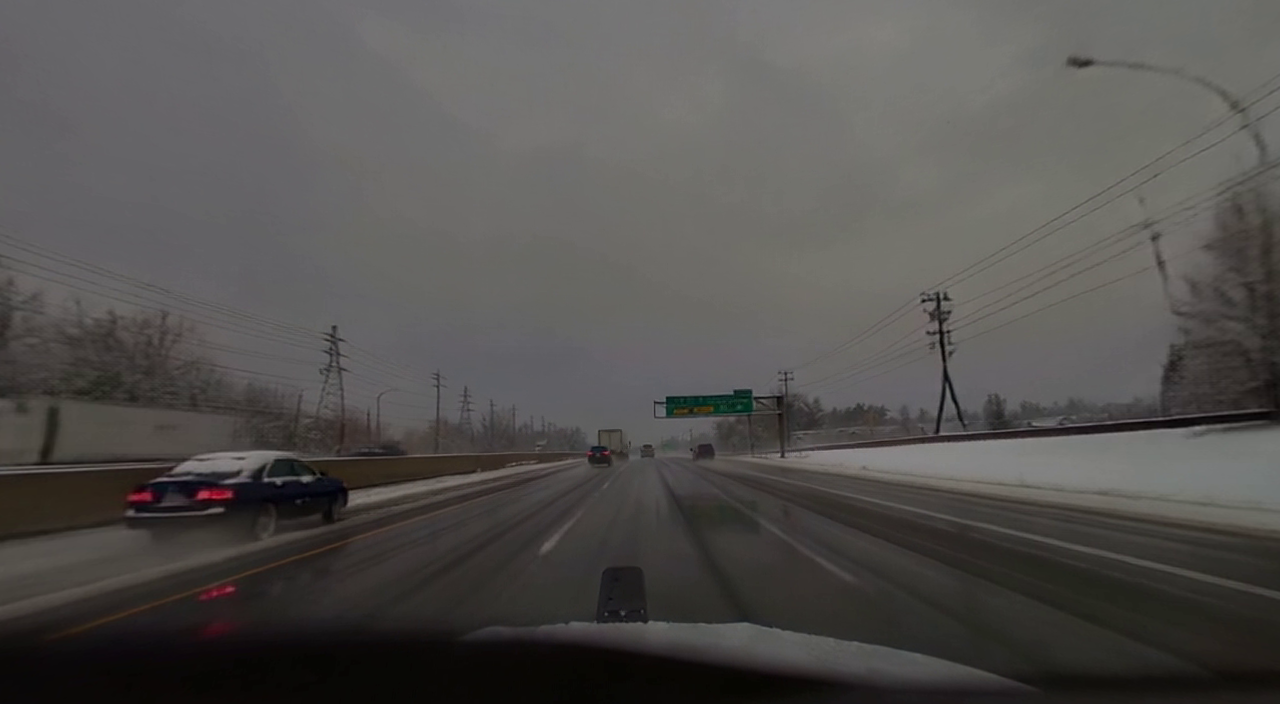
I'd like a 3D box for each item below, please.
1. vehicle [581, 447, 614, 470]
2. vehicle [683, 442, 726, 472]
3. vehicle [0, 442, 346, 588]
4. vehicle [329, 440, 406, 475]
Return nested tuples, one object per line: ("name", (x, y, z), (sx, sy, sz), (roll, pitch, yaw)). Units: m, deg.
("vehicle", (-2.892, 7.394, 43.750), (2.004, 1.498, 4.043), (0, -9, 0))
("vehicle", (4.146, 6.808, 41.105), (2.214, 1.799, 4.627), (0, -9, -1))
("vehicle", (-6.467, 2.037, 8.907), (2.127, 1.446, 5.008), (0, -9, 1))
("vehicle", (-14.895, 5.809, 34.783), (2.134, 1.785, 4.629), (0, -9, 1))
